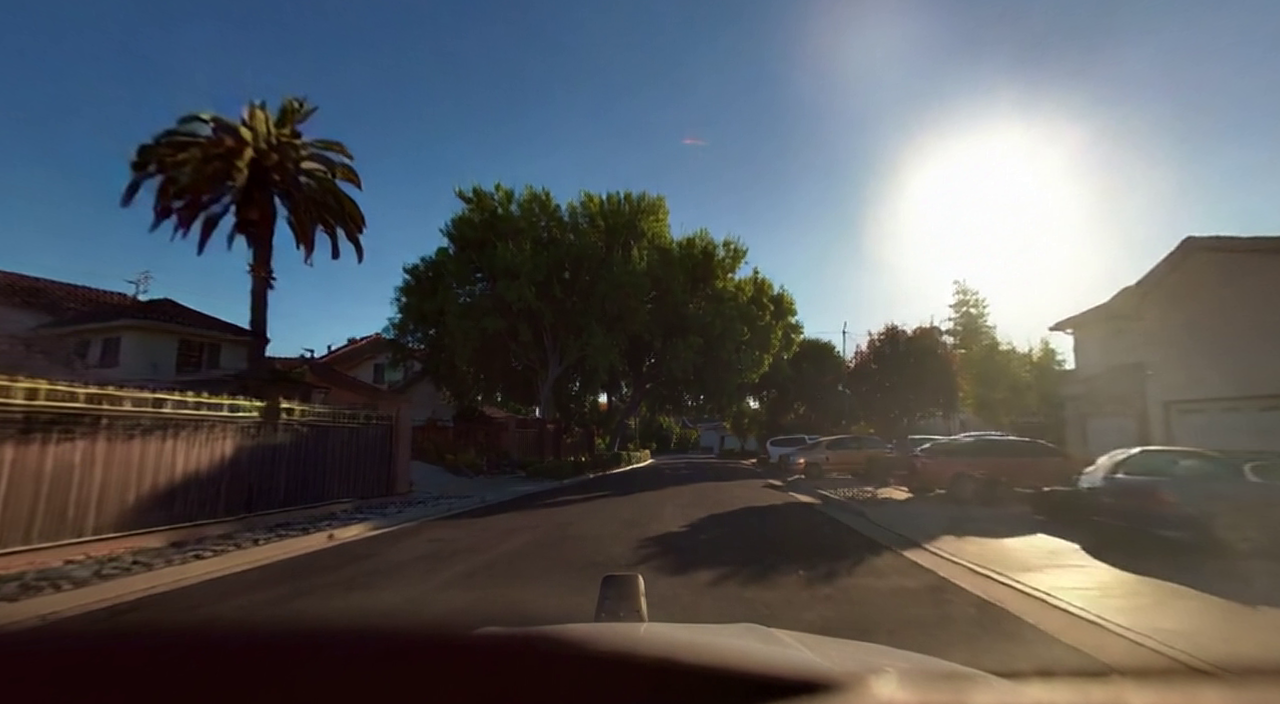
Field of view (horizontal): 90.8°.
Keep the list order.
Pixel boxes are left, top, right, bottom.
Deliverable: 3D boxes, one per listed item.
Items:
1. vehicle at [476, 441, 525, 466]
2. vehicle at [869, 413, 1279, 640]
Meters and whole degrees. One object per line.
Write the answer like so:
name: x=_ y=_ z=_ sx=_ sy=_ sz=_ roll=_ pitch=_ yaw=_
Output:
vehicle: x=-10.546 y=7.679 z=48.248 sx=1.869 sy=1.646 sz=4.357 roll=2 pitch=-7 yaw=13
vehicle: x=4.448 y=1.640 z=7.037 sx=2.051 sy=1.676 sz=4.497 roll=0 pitch=-9 yaw=-1
